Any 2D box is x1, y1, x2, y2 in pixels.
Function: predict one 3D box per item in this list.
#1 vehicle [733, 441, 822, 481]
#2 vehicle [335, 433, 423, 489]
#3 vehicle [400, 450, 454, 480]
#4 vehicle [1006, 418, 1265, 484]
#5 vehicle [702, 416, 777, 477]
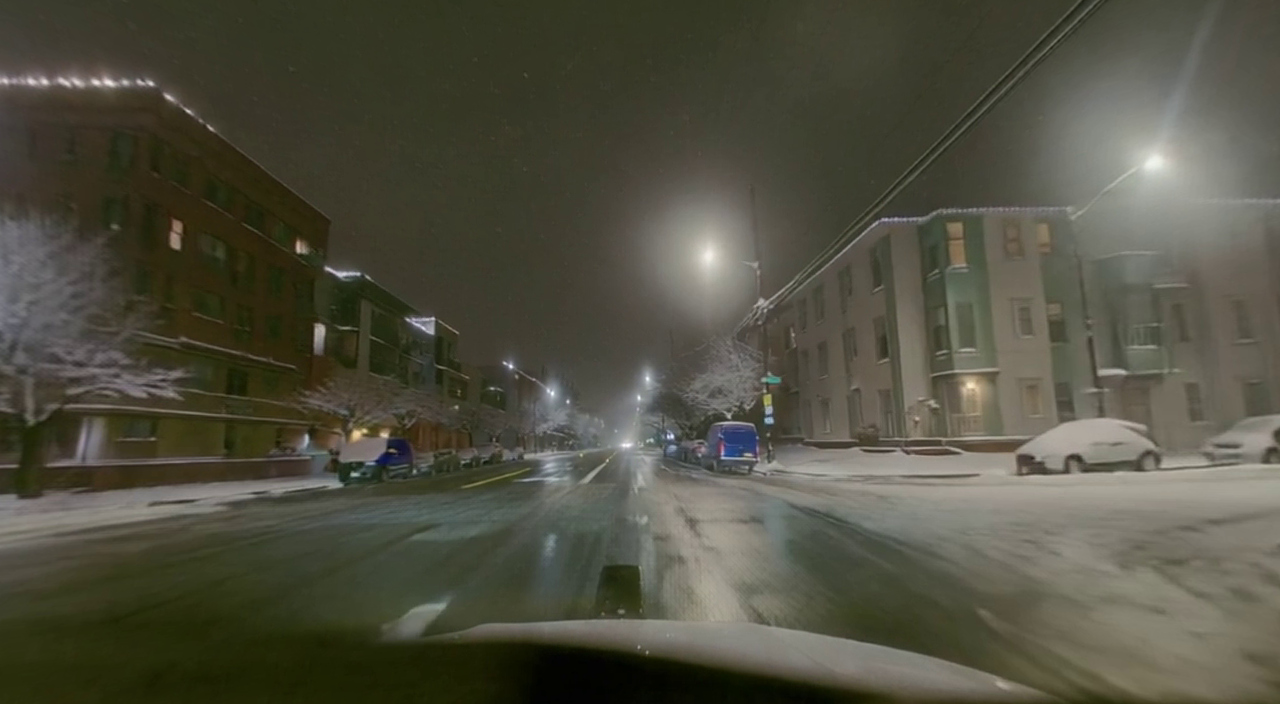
[{"bbox_3d":[5.440,4.363,25.597,1.848,1.468,4.332,2,-9,-12],"label":"vehicle"},{"bbox_3d":[-12.800,5.303,31.421,2.164,2.386,5.460,-2,-7,-1],"label":"vehicle"},{"bbox_3d":[-12.601,6.676,37.601,1.892,1.472,4.523,-3,-7,-3],"label":"vehicle"},{"bbox_3d":[15.106,3.059,19.623,5.930,1.907,2.348,0,-8,2],"label":"vehicle"},{"bbox_3d":[4.698,4.647,31.083,2.414,2.670,5.833,1,-8,-3],"label":"vehicle"}]
